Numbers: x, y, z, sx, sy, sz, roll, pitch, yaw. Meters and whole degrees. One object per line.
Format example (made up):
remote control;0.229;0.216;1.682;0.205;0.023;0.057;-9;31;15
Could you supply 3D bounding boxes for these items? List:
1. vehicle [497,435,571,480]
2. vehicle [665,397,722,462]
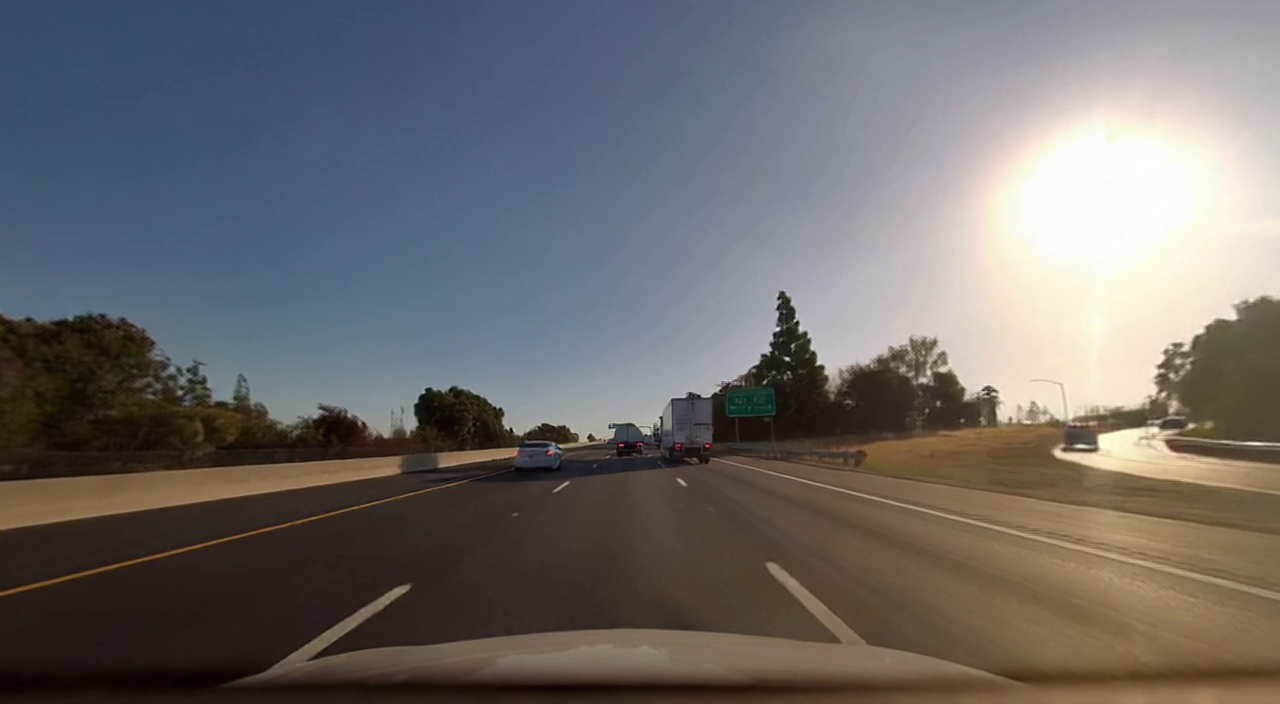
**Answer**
vehicle;-3.961;4.026;24.289;2.111;1.536;4.270;0;-8;0
vehicle;3.562;5.596;44.681;2.997;3.983;10.860;1;-8;0
